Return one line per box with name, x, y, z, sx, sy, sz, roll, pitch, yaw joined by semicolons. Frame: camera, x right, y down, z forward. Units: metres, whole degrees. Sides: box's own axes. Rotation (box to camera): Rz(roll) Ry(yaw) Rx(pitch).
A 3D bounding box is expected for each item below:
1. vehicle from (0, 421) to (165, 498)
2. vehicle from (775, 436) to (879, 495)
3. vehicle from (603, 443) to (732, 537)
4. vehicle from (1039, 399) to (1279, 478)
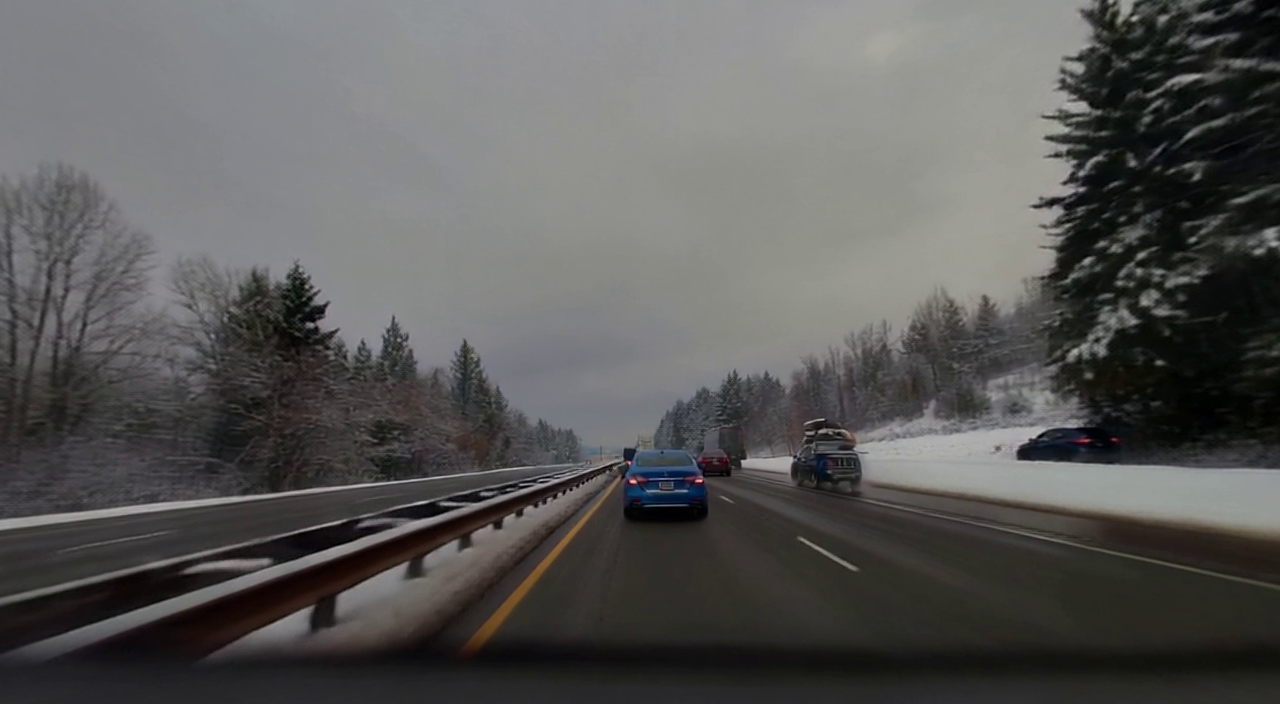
vehicle;-33.472;6.448;38.398;2.902;3.981;7.819;-3;-8;0
vehicle;6.379;3.936;22.167;2.177;1.827;4.565;0;-9;-1
vehicle;0.423;2.535;12.126;2.076;1.485;3.774;0;-9;-1
vehicle;31.592;5.530;39.248;2.822;3.996;14.073;1;-9;-7
